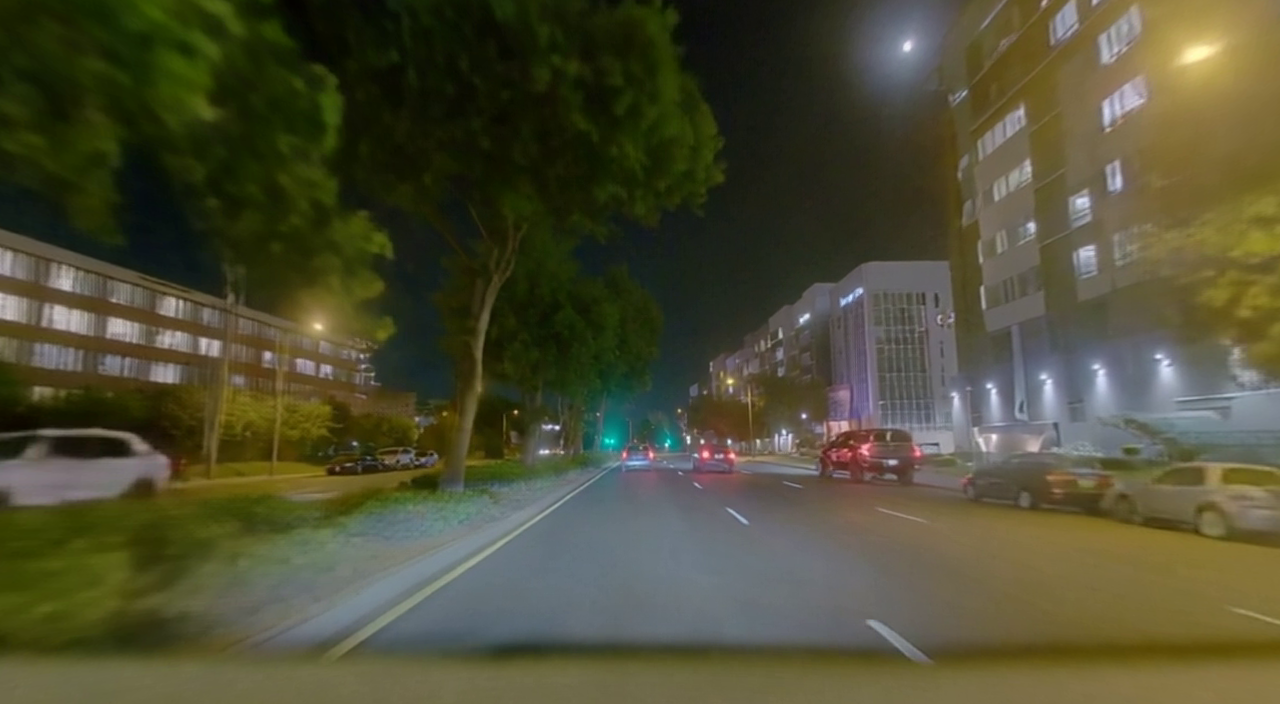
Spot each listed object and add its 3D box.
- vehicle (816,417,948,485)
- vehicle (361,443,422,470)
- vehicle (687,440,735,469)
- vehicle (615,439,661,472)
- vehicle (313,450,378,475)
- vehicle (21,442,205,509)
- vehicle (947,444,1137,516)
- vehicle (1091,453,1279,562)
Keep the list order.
[{"bbox_3d":[10.562,4.438,28.635,3.082,2.655,7.381,-1,-8,1],"label":"vehicle"},{"bbox_3d":[-18.729,7.875,47.921,2.241,1.891,5.637,-1,-8,1],"label":"vehicle"},{"bbox_3d":[3.775,5.514,34.196,1.993,1.477,4.240,0,-8,-1],"label":"vehicle"},{"bbox_3d":[-0.122,5.039,30.945,2.101,1.444,4.248,0,-8,0],"label":"vehicle"},{"bbox_3d":[-18.942,7.108,40.862,1.874,1.483,4.742,-1,-8,1],"label":"vehicle"},{"bbox_3d":[-19.139,4.415,23.409,2.240,2.112,5.268,0,-8,0],"label":"vehicle"},{"bbox_3d":[10.599,3.362,17.234,2.129,1.645,4.625,0,-8,0],"label":"vehicle"},{"bbox_3d":[10.272,2.493,10.615,1.898,1.502,4.788,-1,-8,1],"label":"vehicle"}]
